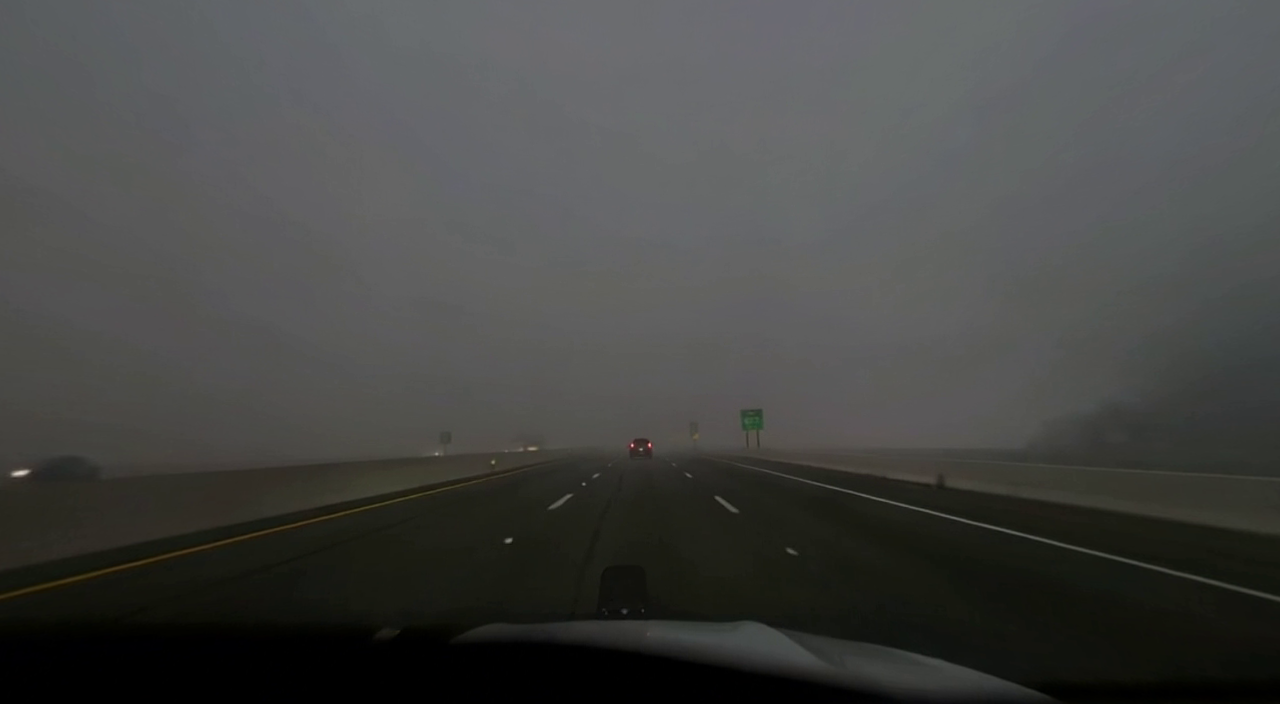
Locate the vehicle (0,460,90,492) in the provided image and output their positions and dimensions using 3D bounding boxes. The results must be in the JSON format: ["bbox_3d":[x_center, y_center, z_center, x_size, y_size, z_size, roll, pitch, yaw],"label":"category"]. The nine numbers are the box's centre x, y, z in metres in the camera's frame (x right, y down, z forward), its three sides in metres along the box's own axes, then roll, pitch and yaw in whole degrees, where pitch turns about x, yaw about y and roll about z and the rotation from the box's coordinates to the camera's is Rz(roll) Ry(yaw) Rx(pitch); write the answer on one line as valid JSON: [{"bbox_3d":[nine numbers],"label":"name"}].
[{"bbox_3d":[-29.763,6.119,31.217,1.623,1.397,3.567,0,-8,0],"label":"vehicle"}]
